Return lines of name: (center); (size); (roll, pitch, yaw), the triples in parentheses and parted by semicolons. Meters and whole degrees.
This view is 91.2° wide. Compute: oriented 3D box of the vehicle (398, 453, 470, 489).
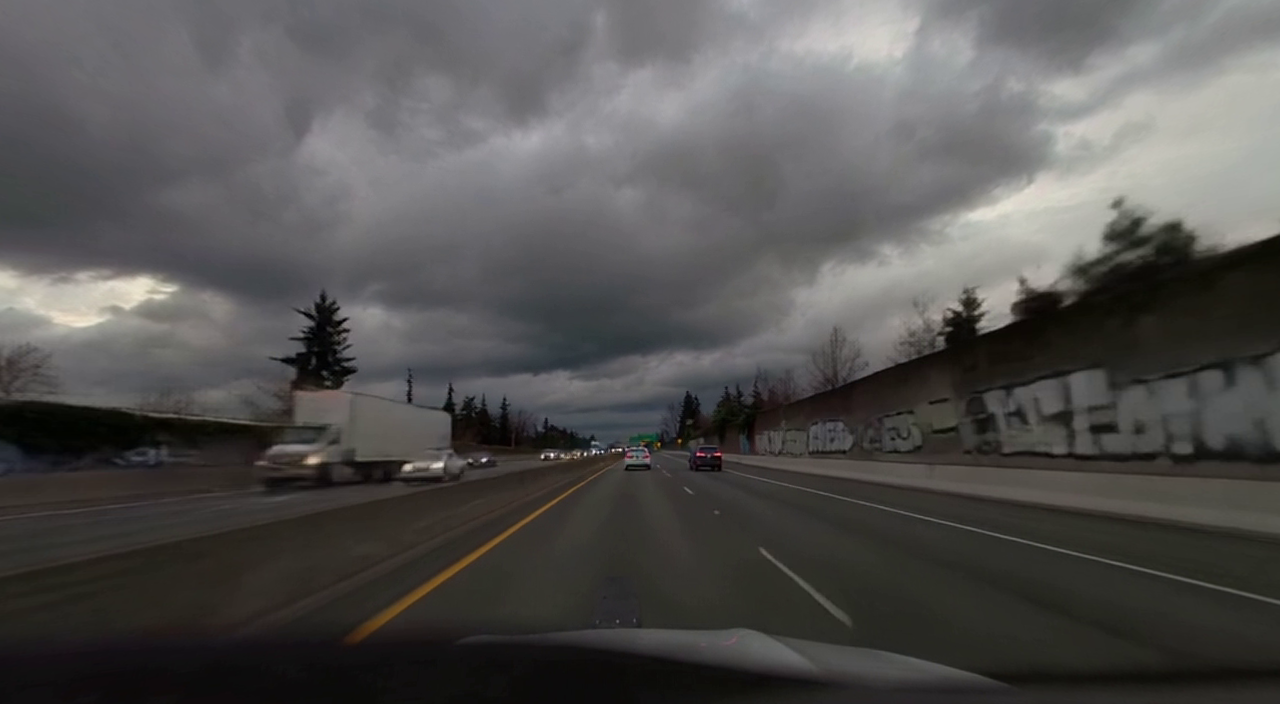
vehicle: (-9.431, 5.460, 29.036); (1.889, 1.495, 4.400); (0, -9, -1)

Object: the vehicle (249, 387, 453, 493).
vehicle: (-13.273, 4.520, 31.583); (3.029, 3.989, 15.326); (0, -9, 0)

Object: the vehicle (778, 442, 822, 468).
vehicle: (10.251, 6.626, 40.400); (1.797, 1.588, 3.848); (-1, -9, 1)

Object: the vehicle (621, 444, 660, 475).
vehicle: (-0.001, 6.210, 36.378); (2.095, 1.671, 4.219); (0, -9, -1)

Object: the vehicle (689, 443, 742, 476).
vehicle: (3.986, 5.794, 33.879); (2.303, 1.614, 4.154); (-1, -9, 0)
